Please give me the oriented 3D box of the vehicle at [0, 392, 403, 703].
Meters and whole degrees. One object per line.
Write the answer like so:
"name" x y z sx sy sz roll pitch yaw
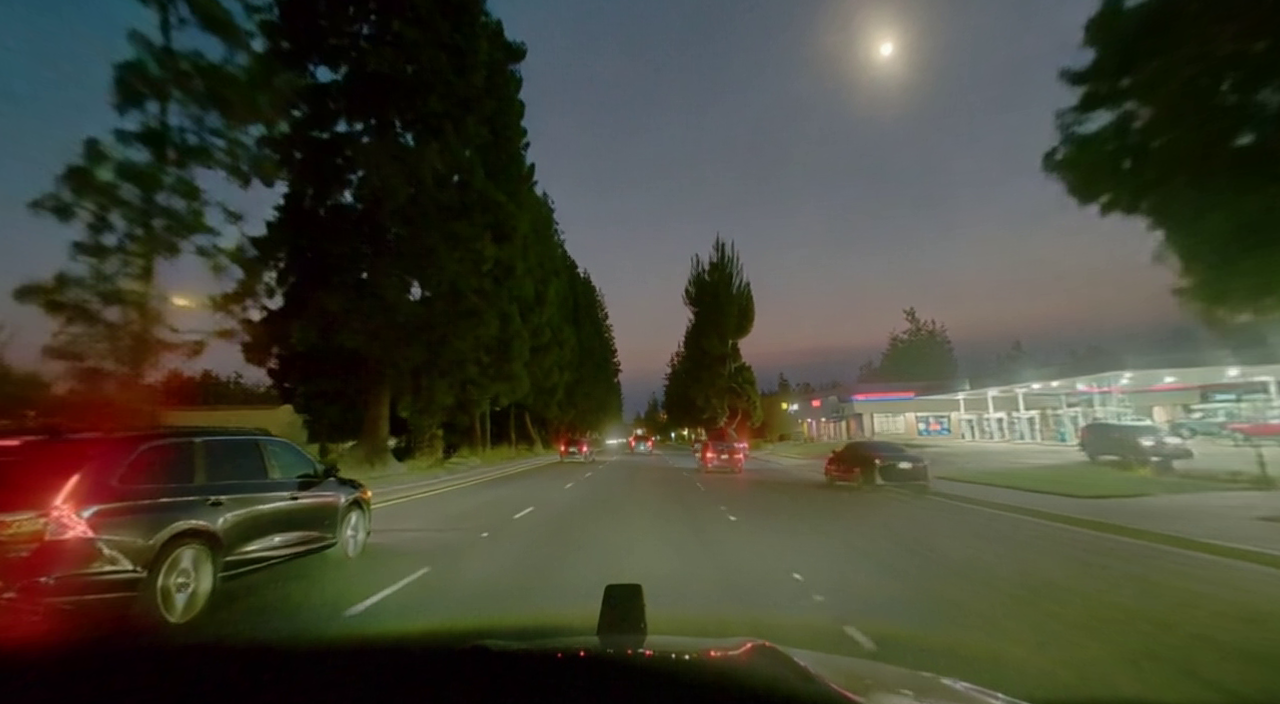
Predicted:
"vehicle" -4.040 1.280 5.308 1.988 1.530 5.155 0 -8 1

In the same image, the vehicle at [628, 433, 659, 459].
"vehicle" 0.203 5.960 40.125 1.922 1.579 3.642 0 -8 0

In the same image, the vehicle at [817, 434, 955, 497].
"vehicle" 6.299 2.928 16.741 1.856 1.421 4.357 0 -8 -1

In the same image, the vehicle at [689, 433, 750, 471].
"vehicle" 3.313 4.276 27.208 2.010 1.486 4.498 0 -8 -1

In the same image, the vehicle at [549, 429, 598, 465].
"vehicle" -3.429 5.038 33.509 2.051 1.747 4.370 0 -8 1
